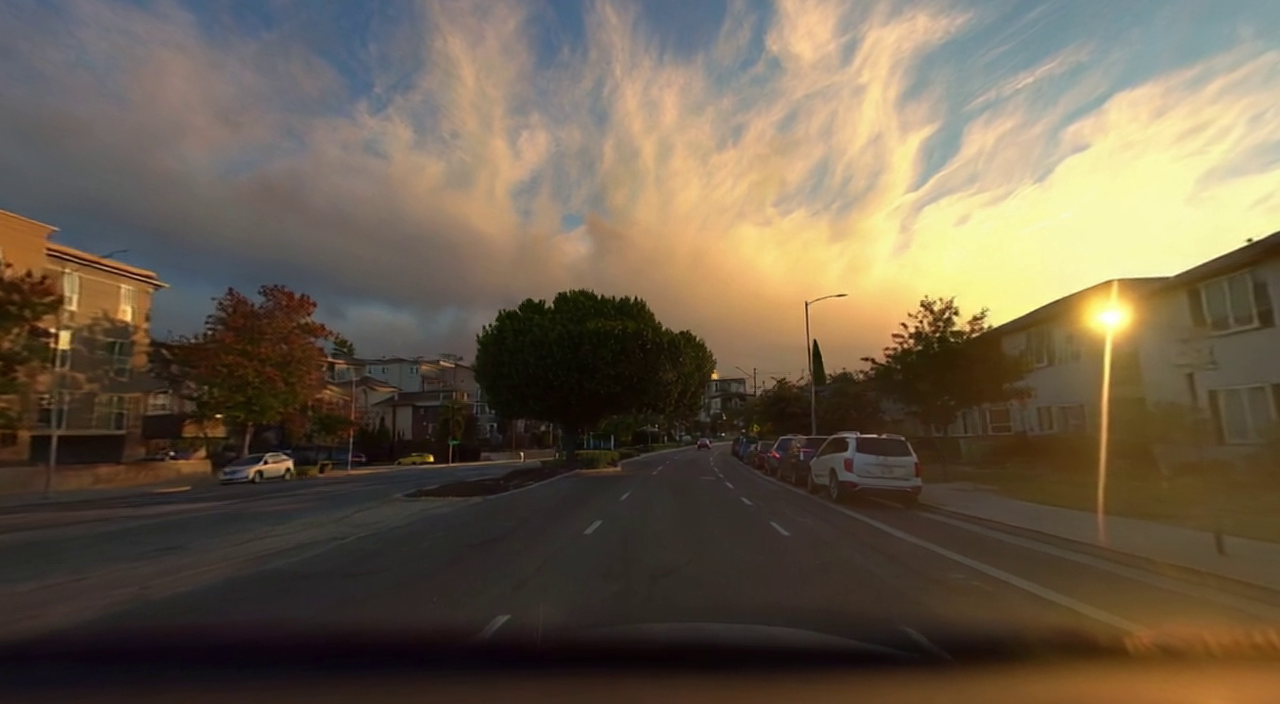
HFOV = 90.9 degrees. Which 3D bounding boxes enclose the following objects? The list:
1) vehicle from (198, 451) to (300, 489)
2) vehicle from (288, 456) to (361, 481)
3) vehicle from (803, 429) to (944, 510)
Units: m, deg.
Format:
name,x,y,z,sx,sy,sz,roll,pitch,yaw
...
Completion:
name,x,y,z,sx,sy,sz,roll,pitch,yaw
vehicle,-21.334,6.430,34.697,2.060,1.814,5.097,-1,-8,5
vehicle,-20.417,7.545,41.040,1.909,1.451,4.757,-1,-8,6
vehicle,5.308,2.720,14.993,2.011,1.649,4.001,-1,-8,4
